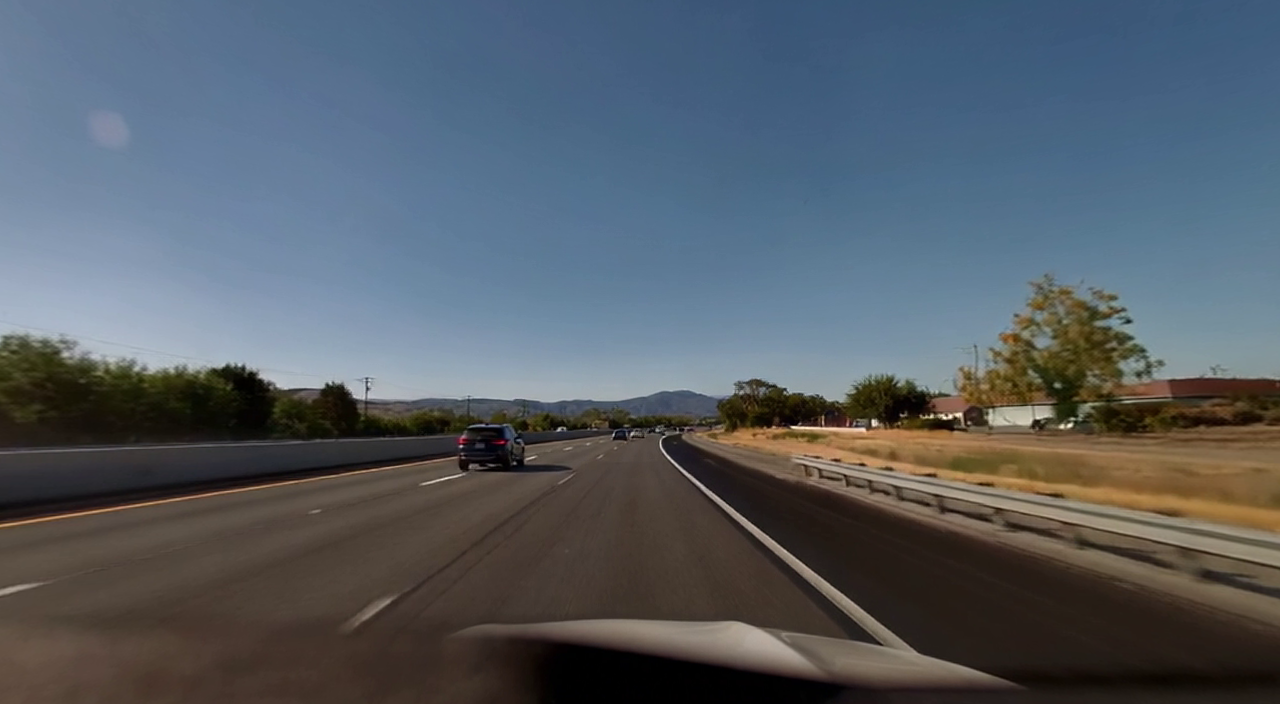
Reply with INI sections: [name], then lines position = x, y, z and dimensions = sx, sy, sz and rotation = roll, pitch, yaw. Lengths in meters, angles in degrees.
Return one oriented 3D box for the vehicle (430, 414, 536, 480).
[vehicle]
position = -4.458, 2.772, 18.640
dimensions = 1.980, 1.721, 4.419
rotation = 0, -8, 0
